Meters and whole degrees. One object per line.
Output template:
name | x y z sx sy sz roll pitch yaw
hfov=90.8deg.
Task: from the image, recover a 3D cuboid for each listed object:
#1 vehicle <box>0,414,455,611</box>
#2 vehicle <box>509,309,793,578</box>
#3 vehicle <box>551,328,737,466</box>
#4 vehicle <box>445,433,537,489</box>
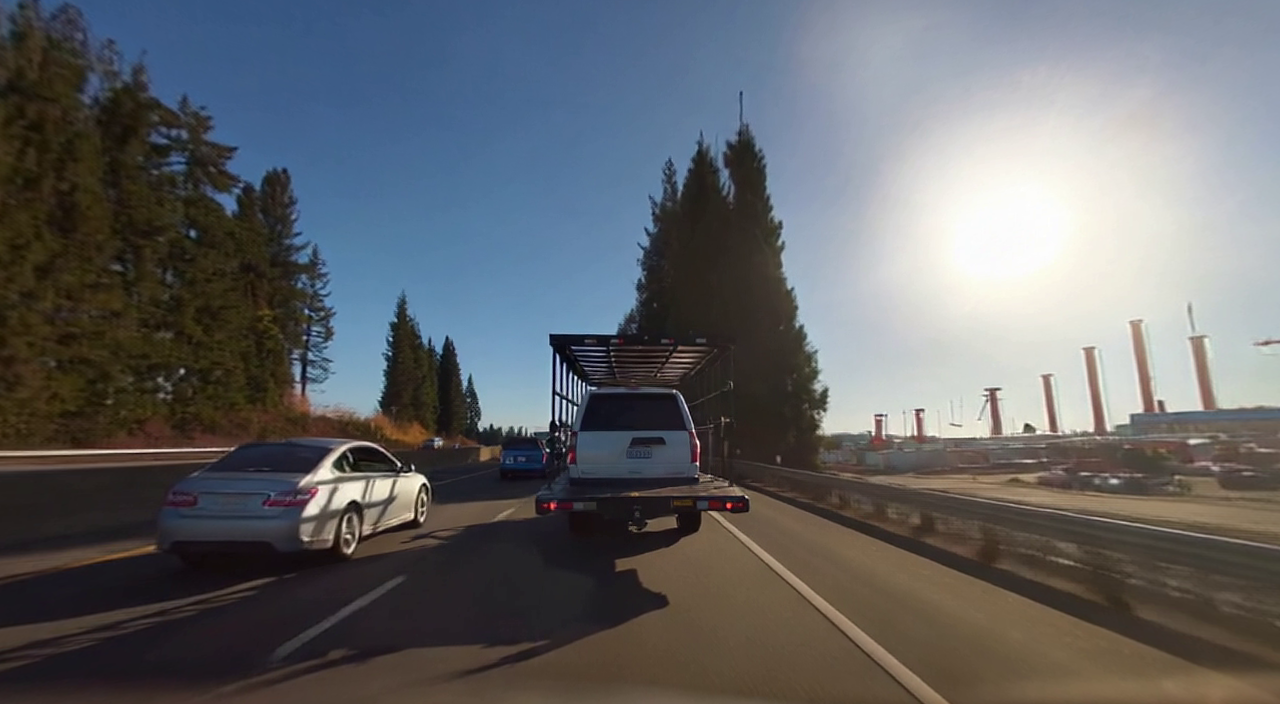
vehicle | -3.982 1.622 7.447 2.155 1.513 4.964 0 -9 -1
vehicle | -0.199 1.652 11.392 2.735 2.597 10.435 1 -9 -4
vehicle | -0.089 0.870 9.709 2.156 1.604 4.680 0 -9 -3
vehicle | -4.826 3.613 21.211 2.057 1.665 4.572 0 -9 -1
